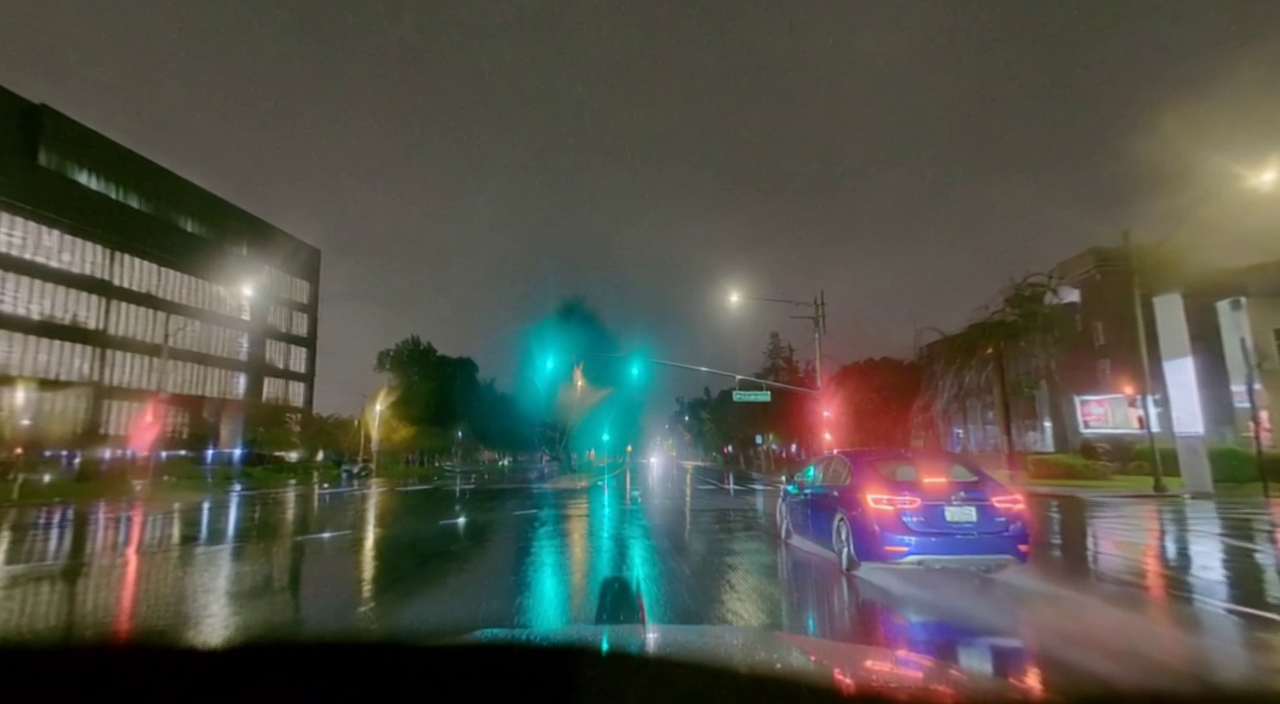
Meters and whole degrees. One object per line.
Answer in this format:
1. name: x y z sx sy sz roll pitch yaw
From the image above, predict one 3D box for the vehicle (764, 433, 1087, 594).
1. vehicle: 3.267 1.942 8.602 2.089 1.539 4.767 0 -9 -1
